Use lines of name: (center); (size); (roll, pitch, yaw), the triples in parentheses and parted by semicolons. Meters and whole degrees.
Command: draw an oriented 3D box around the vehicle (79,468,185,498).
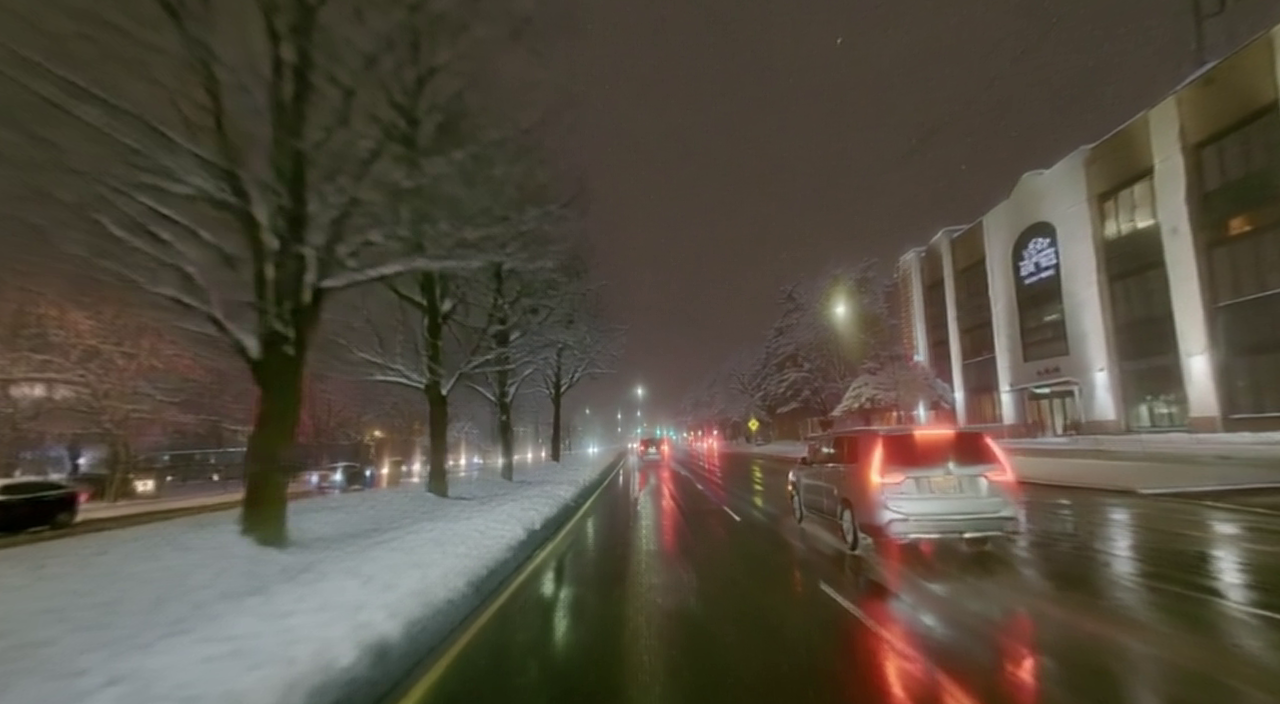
vehicle: (-29.602, 7.641, 36.833); (4.483, 1.618, 1.829); (0, -8, -2)

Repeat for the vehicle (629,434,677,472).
vehicle: (0.557, 4.819, 30.217); (2.125, 1.669, 3.880); (0, -8, -1)

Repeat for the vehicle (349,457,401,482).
vehicle: (-18.345, 8.104, 43.802); (1.786, 1.523, 4.309); (0, -8, -1)

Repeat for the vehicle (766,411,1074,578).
vehicle: (3.179, 1.717, 8.493); (1.931, 1.591, 4.708); (0, -8, -1)

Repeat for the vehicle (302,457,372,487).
vehicle: (-18.403, 7.281, 38.513); (1.853, 1.614, 4.514); (-1, -8, 2)

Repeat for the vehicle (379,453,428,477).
vehicle: (-18.363, 8.798, 49.157); (2.049, 1.678, 4.376); (0, -8, 0)
